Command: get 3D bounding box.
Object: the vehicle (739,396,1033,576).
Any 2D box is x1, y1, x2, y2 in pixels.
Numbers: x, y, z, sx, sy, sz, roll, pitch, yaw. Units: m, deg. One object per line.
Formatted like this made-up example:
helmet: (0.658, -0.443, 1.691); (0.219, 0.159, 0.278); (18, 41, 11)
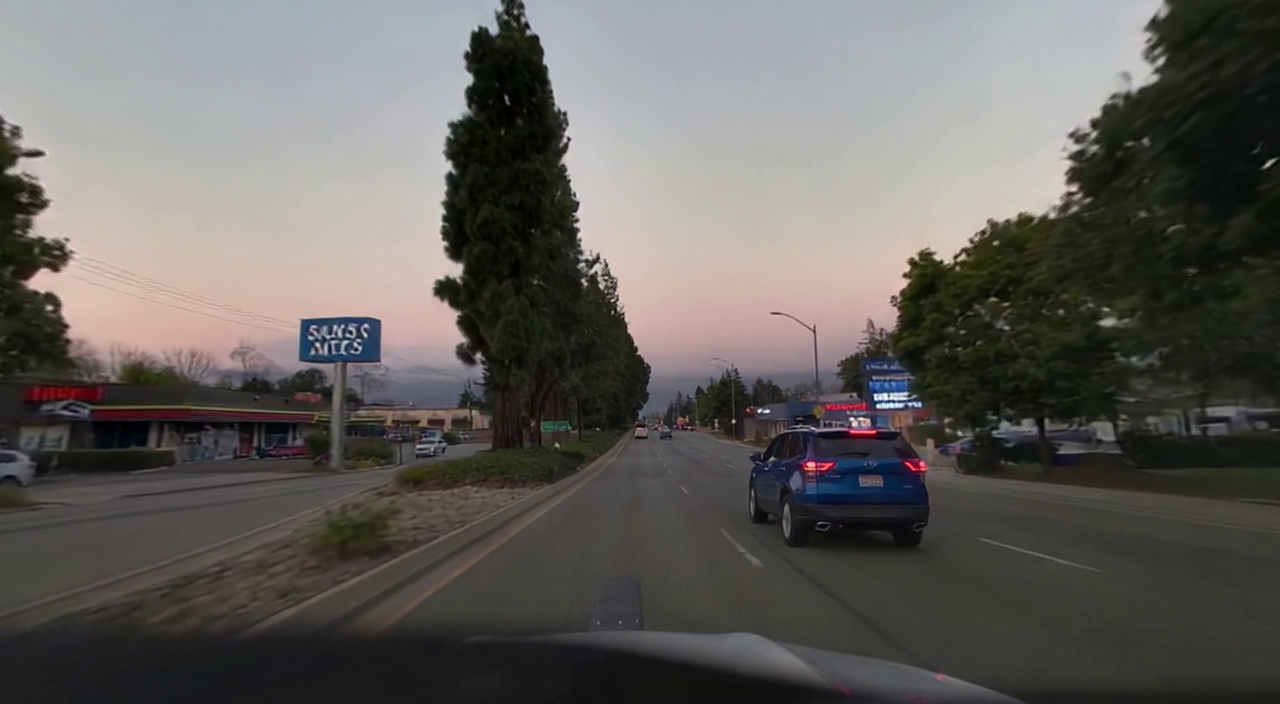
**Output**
vehicle: (2.825, 1.680, 8.685); (2.130, 1.790, 4.615); (0, -8, -1)
